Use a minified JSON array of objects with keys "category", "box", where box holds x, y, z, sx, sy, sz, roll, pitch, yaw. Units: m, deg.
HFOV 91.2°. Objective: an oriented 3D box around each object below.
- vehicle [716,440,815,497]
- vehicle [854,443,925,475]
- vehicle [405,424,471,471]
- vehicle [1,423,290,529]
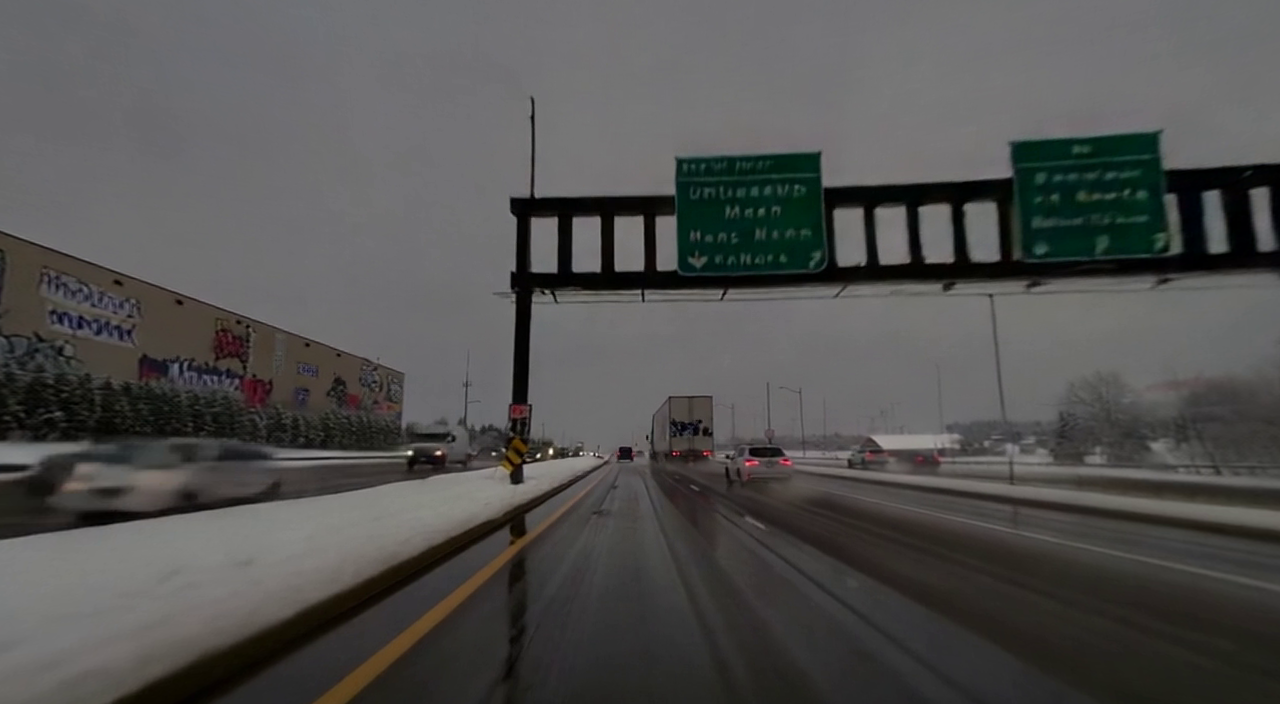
[{"category":"vehicle","box":[3.827,3.633,19.963,2.085,1.588,4.436,0,-9,-2]},{"category":"vehicle","box":[13.825,5.936,35.056,2.107,1.648,4.324,0,-9,-1]},{"category":"vehicle","box":[-12.752,6.118,40.105,2.334,2.718,6.105,0,-9,-1]},{"category":"vehicle","box":[-8.563,2.176,11.473,1.933,1.553,4.112,0,-9,-1]}]
